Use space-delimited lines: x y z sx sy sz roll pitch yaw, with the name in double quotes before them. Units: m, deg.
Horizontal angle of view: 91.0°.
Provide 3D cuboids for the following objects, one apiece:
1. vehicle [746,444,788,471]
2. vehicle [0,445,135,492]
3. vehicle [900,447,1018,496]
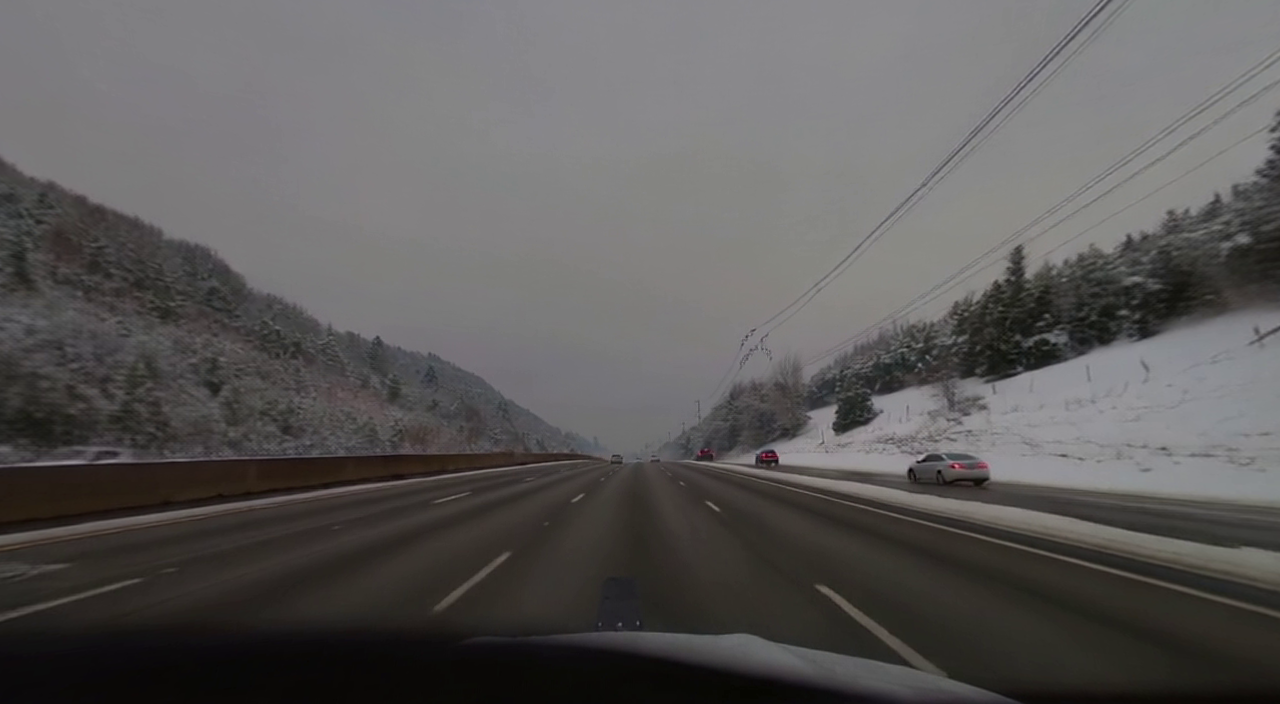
"vehicle" 9.436 7.874 47.105 2.108 1.870 4.435 0 -9 -1
"vehicle" -21.800 4.293 23.698 1.851 1.579 4.447 0 -9 0
"vehicle" 10.530 3.940 21.137 1.884 1.486 3.770 0 -9 -1
